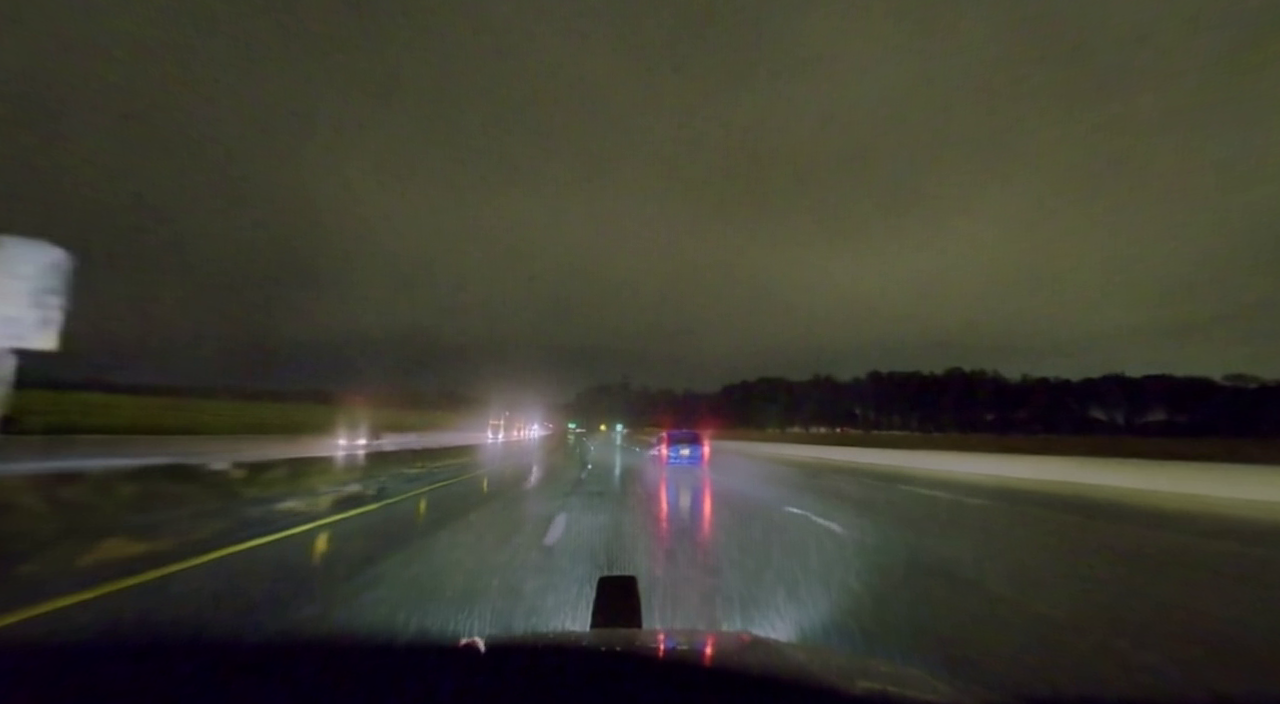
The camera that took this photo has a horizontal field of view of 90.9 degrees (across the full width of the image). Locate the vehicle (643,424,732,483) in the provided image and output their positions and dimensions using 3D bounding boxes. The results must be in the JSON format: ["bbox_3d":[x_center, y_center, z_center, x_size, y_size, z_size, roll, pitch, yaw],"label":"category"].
[{"bbox_3d":[1.310,3.043,19.322,1.997,1.589,4.179,0,-8,-6],"label":"vehicle"}]

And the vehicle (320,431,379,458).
[{"bbox_3d":[-16.825,5.340,36.689,1.728,1.454,4.057,0,-8,-4],"label":"vehicle"}]
